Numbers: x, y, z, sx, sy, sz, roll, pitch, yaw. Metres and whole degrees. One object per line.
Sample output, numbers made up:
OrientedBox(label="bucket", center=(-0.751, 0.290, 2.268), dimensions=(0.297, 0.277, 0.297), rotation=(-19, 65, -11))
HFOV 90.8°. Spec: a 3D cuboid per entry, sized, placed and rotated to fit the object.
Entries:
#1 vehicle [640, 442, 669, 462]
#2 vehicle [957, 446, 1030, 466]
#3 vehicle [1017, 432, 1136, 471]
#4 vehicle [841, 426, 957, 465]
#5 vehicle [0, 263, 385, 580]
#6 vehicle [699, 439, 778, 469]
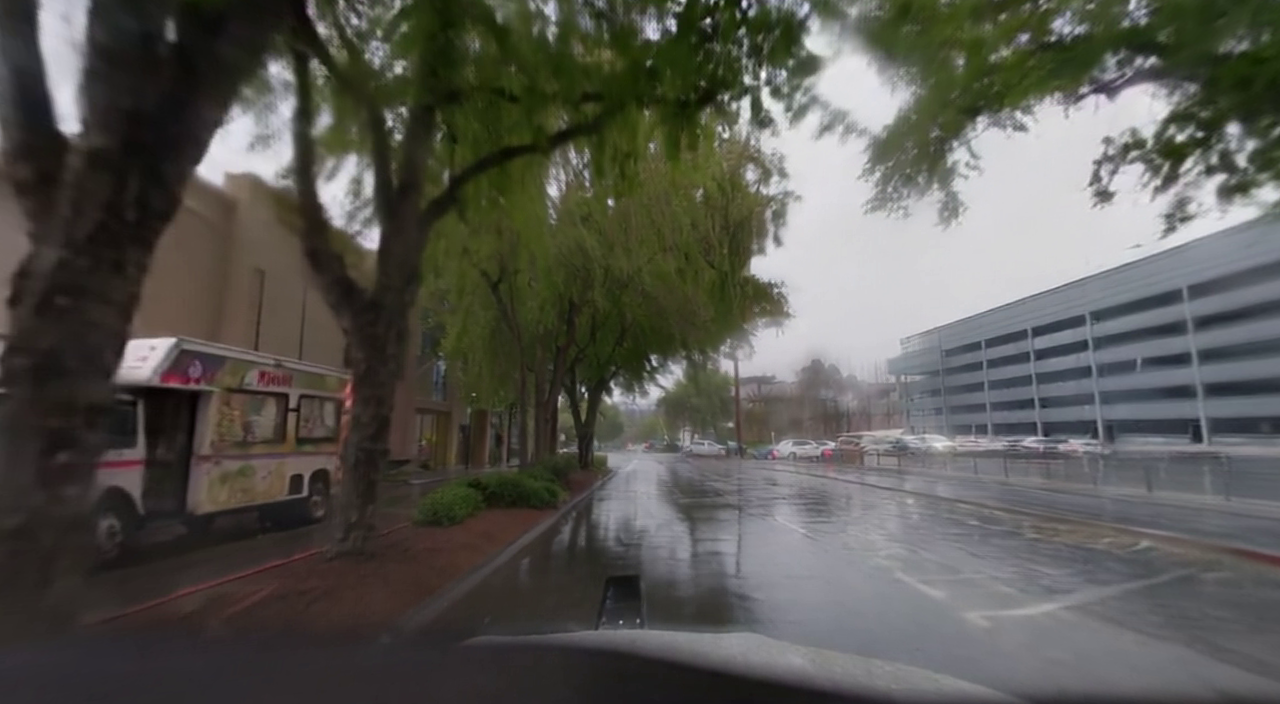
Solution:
OrientedBox(label="vehicle", center=(1.083, 7.688, 48.543), dimensions=(2.046, 1.445, 4.001), rotation=(0, -8, -1))
OrientedBox(label="vehicle", center=(27.486, 8.104, 49.166), dimensions=(4.558, 1.452, 1.790), rotation=(0, -8, 0))
OrientedBox(label="vehicle", center=(26.672, 6.095, 38.741), dimensions=(5.596, 2.168, 2.307), rotation=(1, -8, -2))
OrientedBox(label="vehicle", center=(14.573, 5.299, 35.836), dimensions=(5.540, 2.045, 2.259), rotation=(-1, -8, 0))
OrientedBox(label="vehicle", center=(-6.966, 1.188, 9.952), dimensions=(2.968, 3.222, 7.036), rotation=(-1, -9, 0))
OrientedBox(label="vehicle", center=(6.079, 6.253, 38.962), dimensions=(4.626, 1.723, 1.939), rotation=(5, -10, -31))
